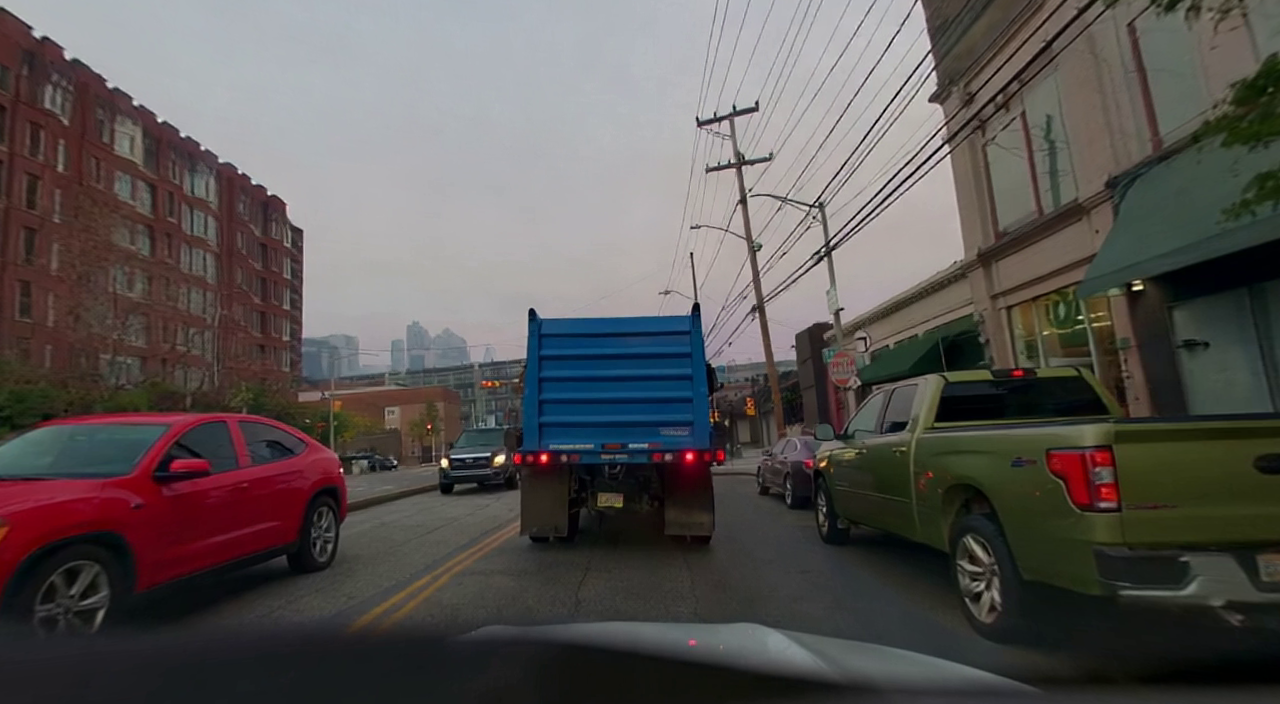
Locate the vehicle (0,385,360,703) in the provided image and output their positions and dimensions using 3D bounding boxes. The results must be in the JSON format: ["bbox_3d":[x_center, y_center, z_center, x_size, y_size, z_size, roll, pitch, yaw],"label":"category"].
[{"bbox_3d":[-4.127,1.231,4.673,1.988,1.657,4.492,0,-8,1],"label":"vehicle"}]

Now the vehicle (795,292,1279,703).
[{"bbox_3d":[3.242,1.100,5.815,2.242,1.979,5.722,0,-8,1],"label":"vehicle"}]

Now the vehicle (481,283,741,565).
[{"bbox_3d":[-0.268,1.376,11.311,2.878,3.204,8.244,0,-8,1],"label":"vehicle"}]

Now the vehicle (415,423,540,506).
[{"bbox_3d":[-3.837,2.725,15.701,1.955,1.779,4.116,0,-8,1],"label":"vehicle"}]
